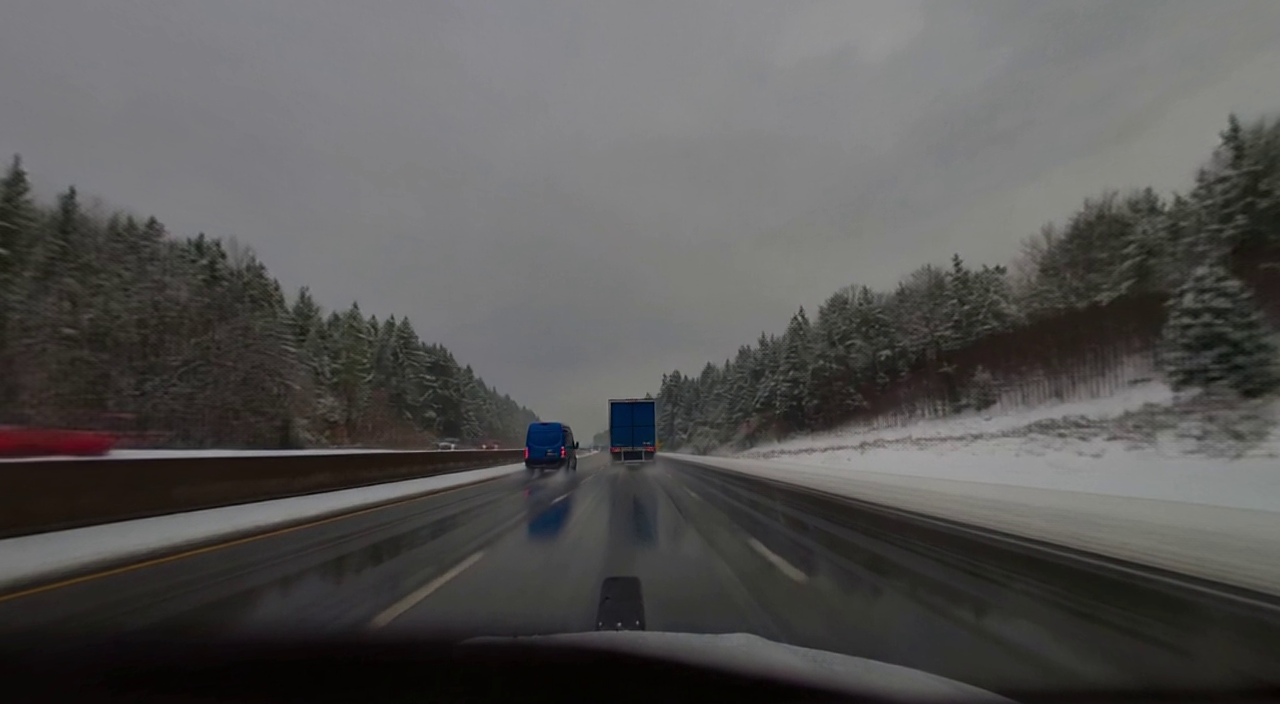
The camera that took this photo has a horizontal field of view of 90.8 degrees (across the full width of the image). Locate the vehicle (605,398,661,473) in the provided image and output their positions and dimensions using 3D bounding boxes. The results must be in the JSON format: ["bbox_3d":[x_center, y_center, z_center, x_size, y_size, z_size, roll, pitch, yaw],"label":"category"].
[{"bbox_3d":[-0.401,5.301,39.125,2.995,4.036,10.311,0,-9,0],"label":"vehicle"}]

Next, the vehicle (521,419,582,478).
[{"bbox_3d":[-4.487,5.041,32.949,2.357,2.786,6.144,0,-9,-1],"label":"vehicle"}]
